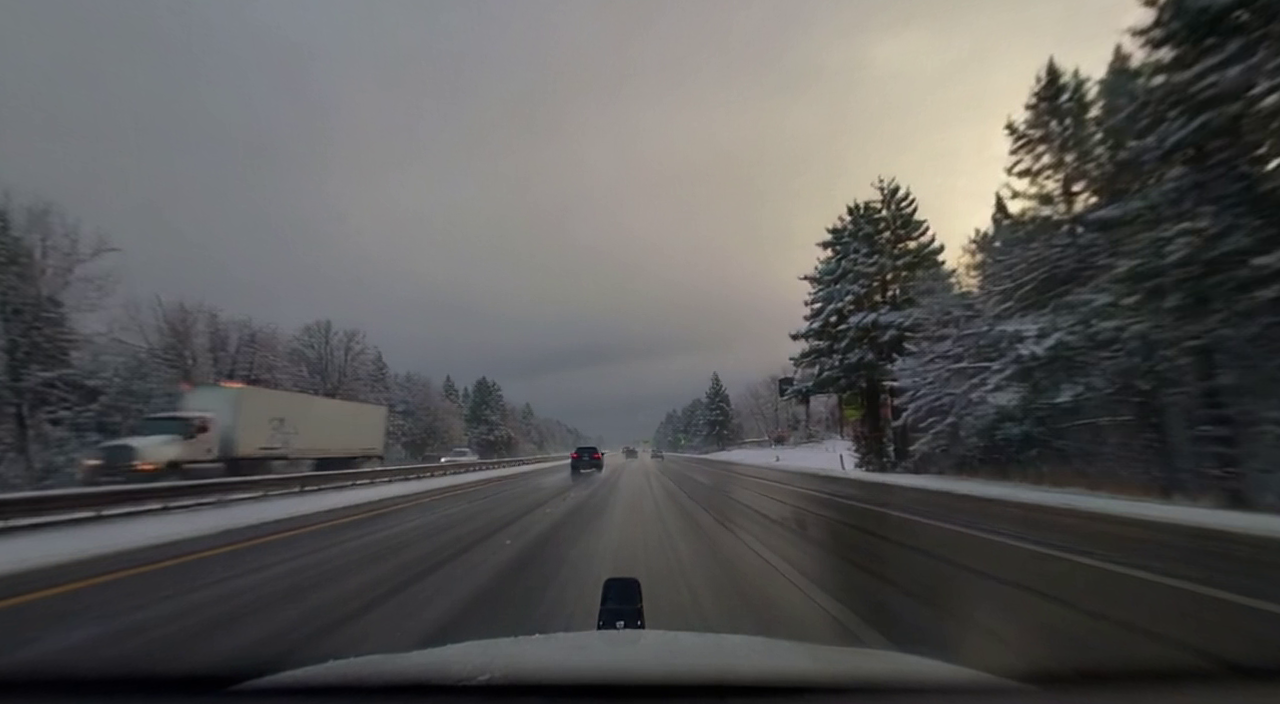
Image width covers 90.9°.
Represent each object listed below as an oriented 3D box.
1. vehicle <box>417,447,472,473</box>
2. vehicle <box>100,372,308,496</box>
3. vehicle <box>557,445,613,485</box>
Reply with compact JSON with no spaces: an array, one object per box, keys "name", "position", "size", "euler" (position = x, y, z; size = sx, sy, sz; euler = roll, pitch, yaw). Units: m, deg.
[{"name":"vehicle","position":[-12.041,6.673,39.177],"size":[1.919,1.484,4.645],"euler":[0,-9,0]},{"name":"vehicle","position":[-16.250,3.235,24.333],"size":[3.139,4.120,6.607],"euler":[0,-9,0]},{"name":"vehicle","position":[-2.213,4.707,26.506],"size":[1.916,1.494,4.335],"euler":[0,-9,0]}]
